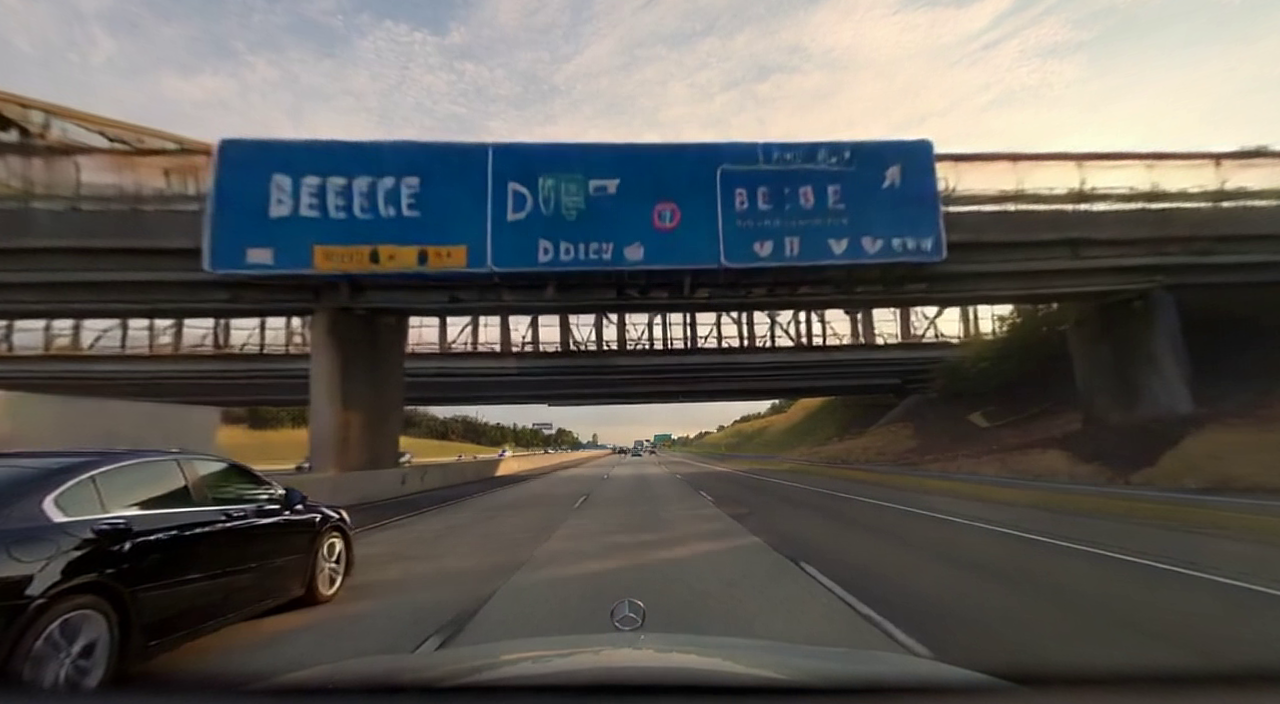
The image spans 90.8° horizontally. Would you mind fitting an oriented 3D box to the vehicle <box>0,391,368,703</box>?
[{"bbox_3d":[-3.399,1.035,3.016,2.180,1.537,4.459,0,-9,0],"label":"vehicle"}]
